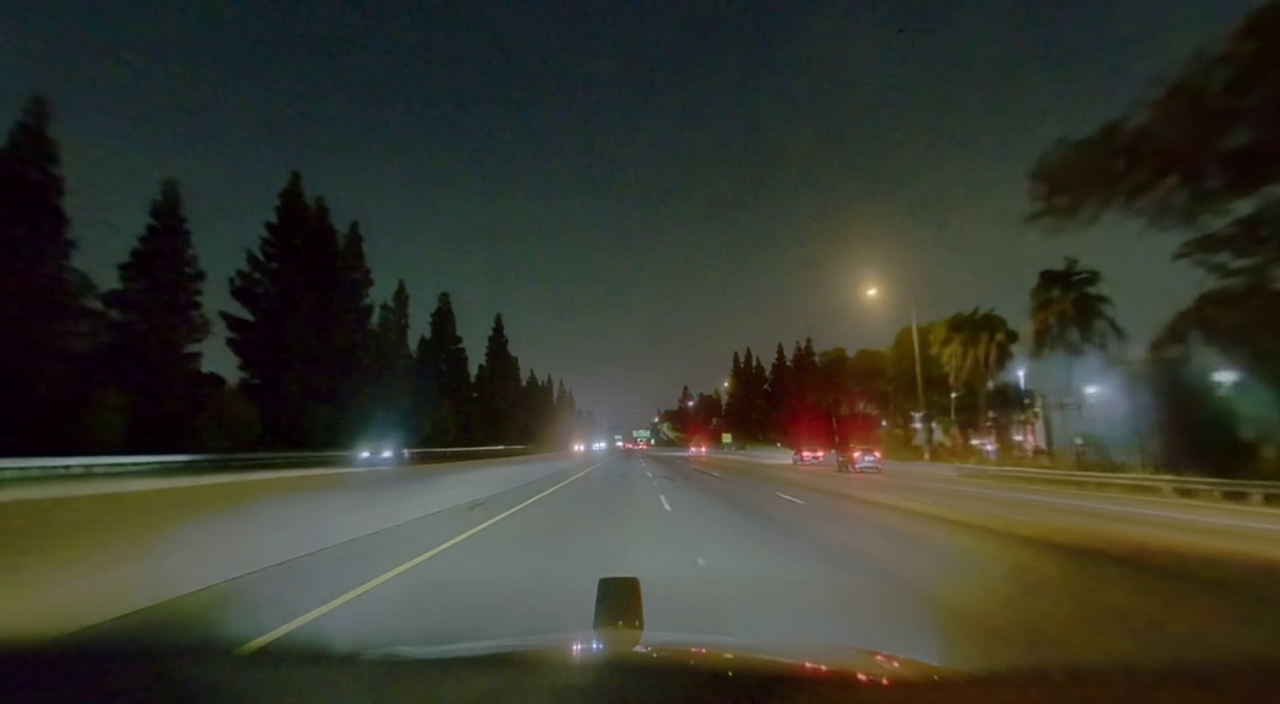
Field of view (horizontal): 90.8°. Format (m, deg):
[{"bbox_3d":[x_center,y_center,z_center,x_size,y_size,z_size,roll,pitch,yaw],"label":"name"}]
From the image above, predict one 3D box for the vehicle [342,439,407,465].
[{"bbox_3d":[-16.514,6.267,39.593,1.950,1.477,4.792,0,-9,0],"label":"vehicle"}]
